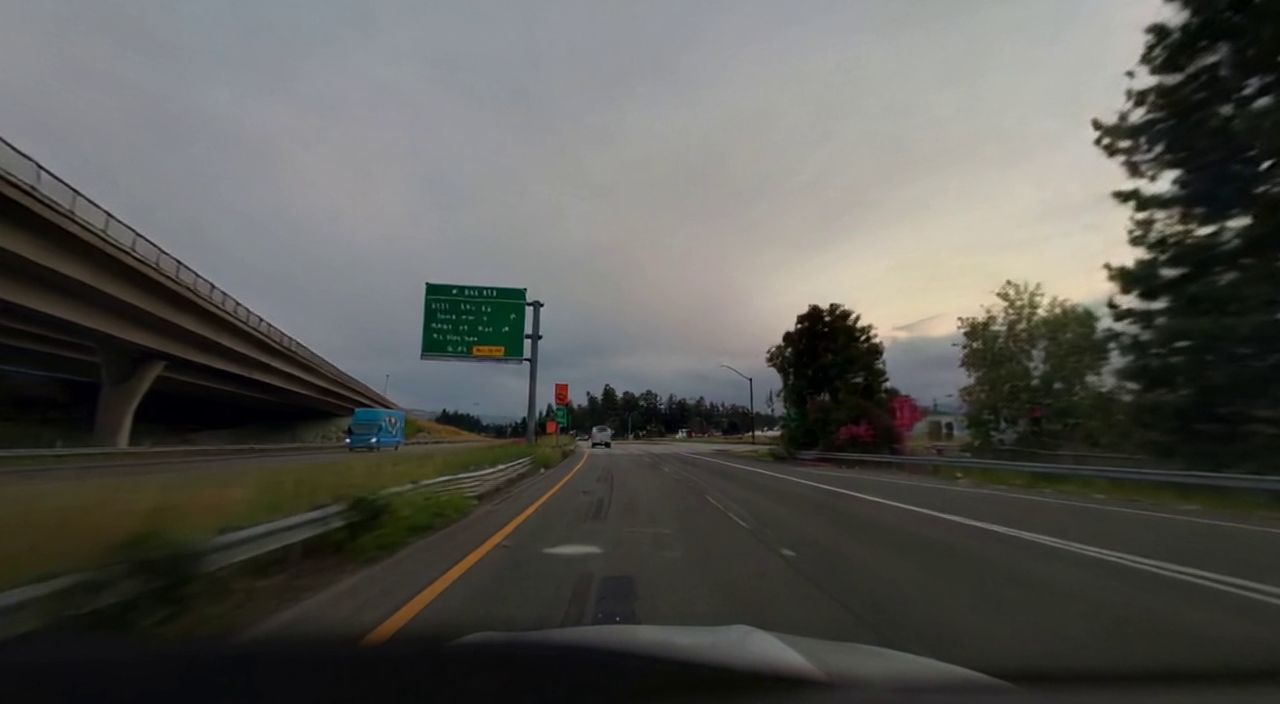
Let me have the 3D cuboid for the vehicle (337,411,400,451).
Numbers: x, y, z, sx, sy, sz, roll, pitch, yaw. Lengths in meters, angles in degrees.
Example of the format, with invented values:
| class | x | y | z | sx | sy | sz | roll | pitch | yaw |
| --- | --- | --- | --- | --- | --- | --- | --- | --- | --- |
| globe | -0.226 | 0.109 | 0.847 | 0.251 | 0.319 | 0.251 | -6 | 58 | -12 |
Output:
| class | x | y | z | sx | sy | sz | roll | pitch | yaw |
| --- | --- | --- | --- | --- | --- | --- | --- | --- | --- |
| vehicle | -20.369 | 5.986 | 47.602 | 2.354 | 2.823 | 5.911 | 1 | -8 | -3 |
